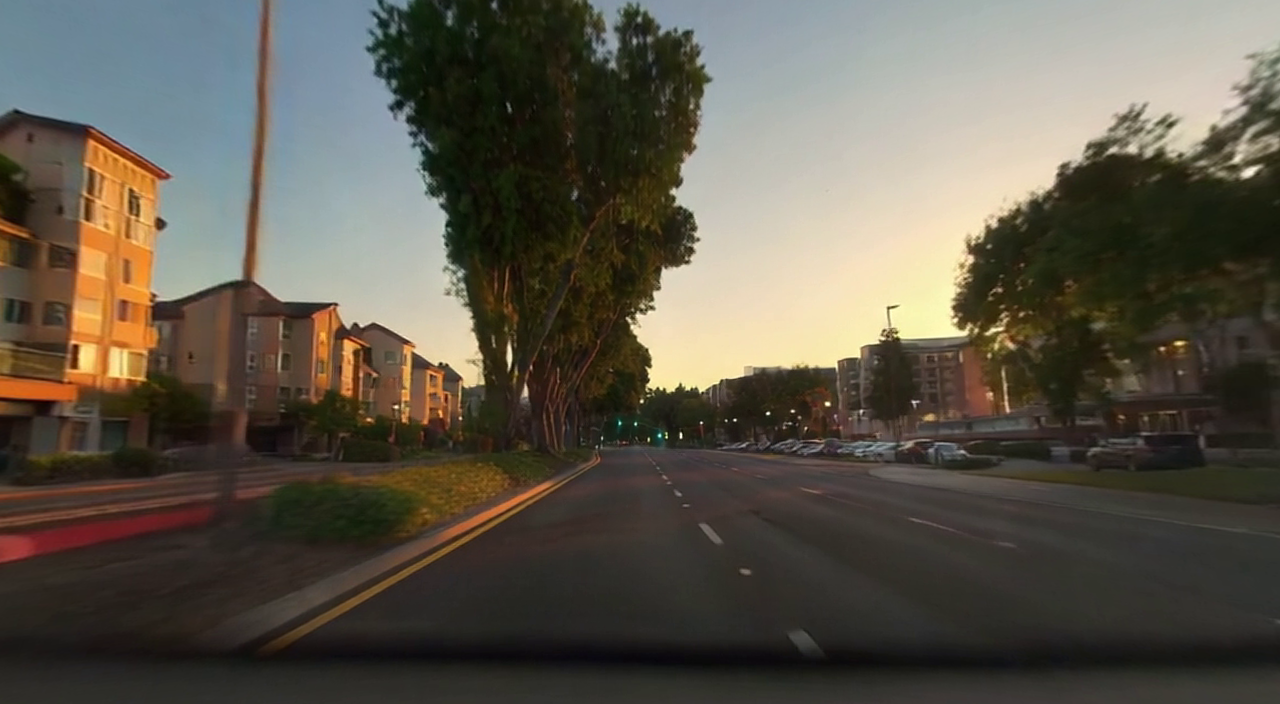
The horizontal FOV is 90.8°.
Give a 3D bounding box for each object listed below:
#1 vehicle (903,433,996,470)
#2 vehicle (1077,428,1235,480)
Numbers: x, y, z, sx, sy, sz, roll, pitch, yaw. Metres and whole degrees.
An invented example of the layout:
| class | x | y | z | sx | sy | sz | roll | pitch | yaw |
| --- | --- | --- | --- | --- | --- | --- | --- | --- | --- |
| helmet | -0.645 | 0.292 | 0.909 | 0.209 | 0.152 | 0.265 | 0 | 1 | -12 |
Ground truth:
| class | x | y | z | sx | sy | sz | roll | pitch | yaw |
| --- | --- | --- | --- | --- | --- | --- | --- | --- | --- |
| vehicle | 15.462 | 4.997 | 31.874 | 2.006 | 1.683 | 4.643 | 0 | -8 | -5 |
| vehicle | 18.731 | 3.717 | 23.243 | 1.947 | 1.667 | 4.347 | 0 | -8 | -3 |
